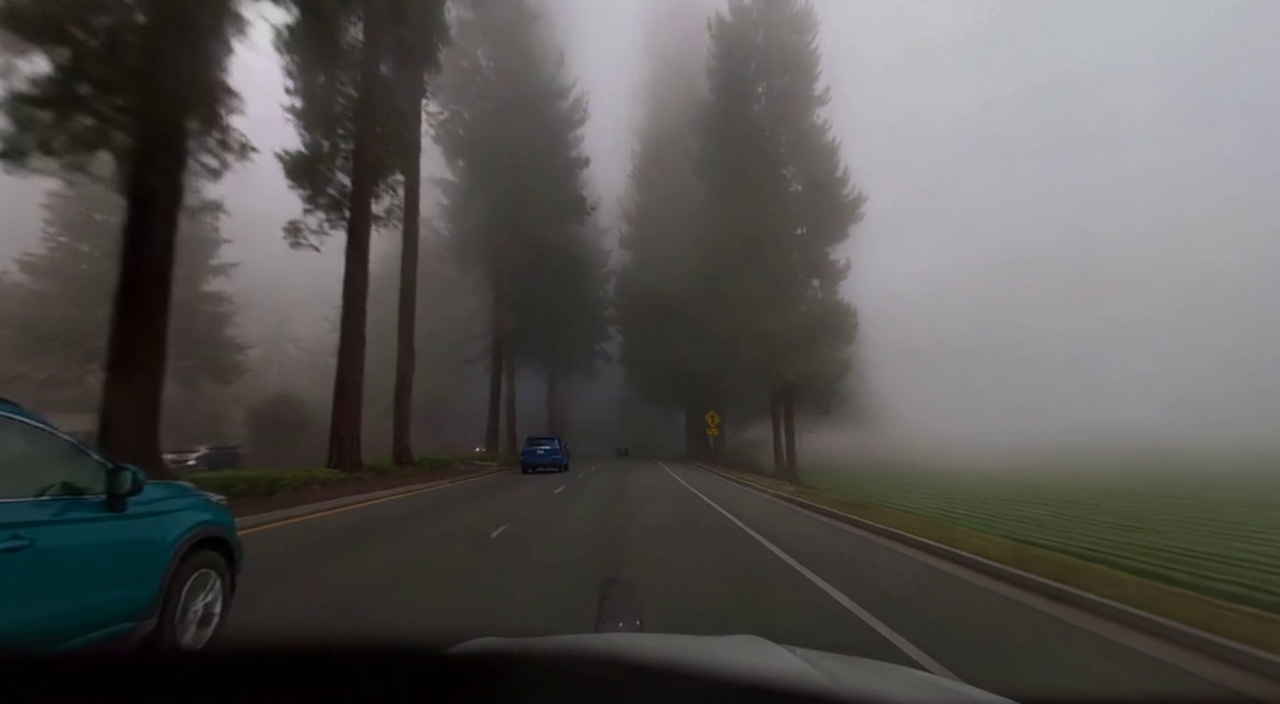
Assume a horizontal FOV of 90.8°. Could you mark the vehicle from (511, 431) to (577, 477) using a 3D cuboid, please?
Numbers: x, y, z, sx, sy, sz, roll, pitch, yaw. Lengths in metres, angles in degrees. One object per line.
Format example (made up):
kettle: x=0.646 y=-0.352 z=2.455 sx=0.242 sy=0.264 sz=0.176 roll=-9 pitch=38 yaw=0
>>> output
vehicle: x=-3.859 y=4.169 z=26.162 sx=2.078 sy=1.748 sz=4.279 roll=0 pitch=-8 yaw=0

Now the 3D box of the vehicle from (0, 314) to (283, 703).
vehicle: x=-3.424 y=0.680 z=1.953 sx=2.152 sy=1.731 sz=4.335 roll=0 pitch=-8 yaw=-1
